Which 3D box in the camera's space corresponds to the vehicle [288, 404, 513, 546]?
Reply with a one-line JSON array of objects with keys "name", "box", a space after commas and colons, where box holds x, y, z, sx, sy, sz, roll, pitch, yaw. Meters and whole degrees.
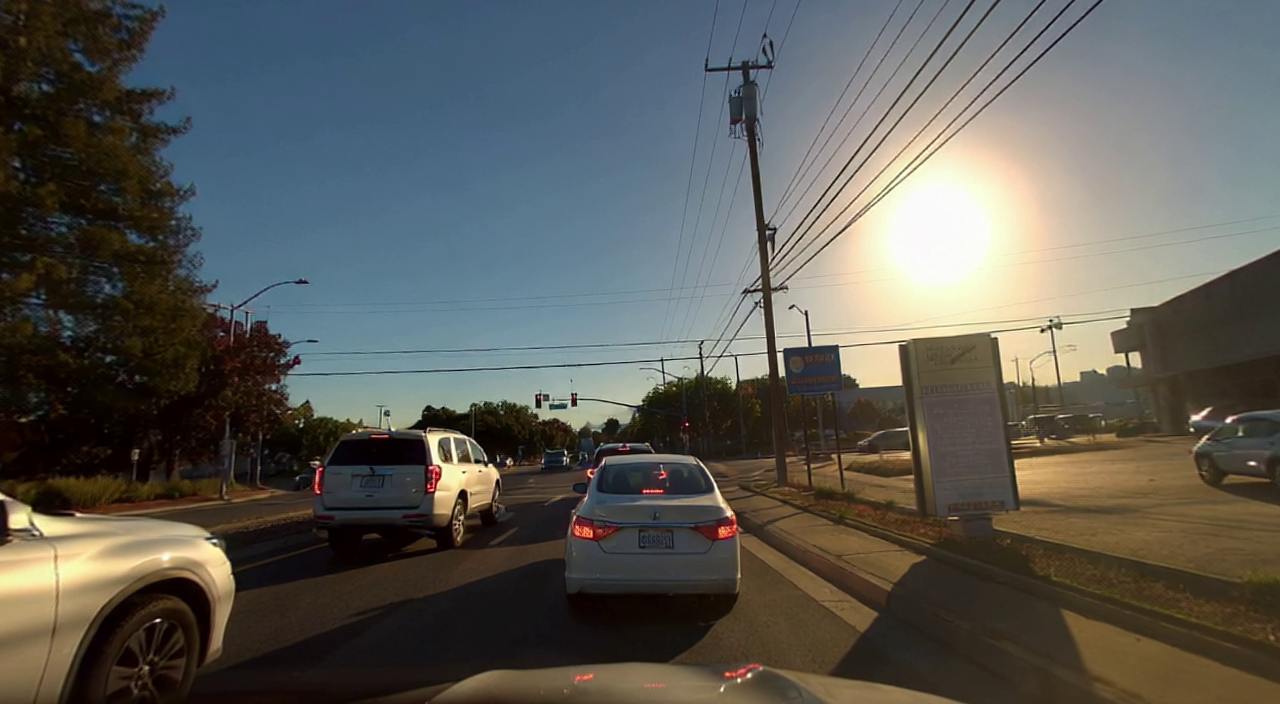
[{"name": "vehicle", "box": [-3.848, 2.087, 11.368, 2.147, 1.963, 4.927, 0, -8, -1]}]

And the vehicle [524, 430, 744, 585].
[{"name": "vehicle", "box": [-0.101, 1.800, 8.144, 2.121, 1.474, 3.968, 0, -8, -1]}]

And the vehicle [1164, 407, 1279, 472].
[{"name": "vehicle", "box": [17.014, 2.551, 18.288, 1.858, 1.622, 4.491, -5, -10, 28]}]

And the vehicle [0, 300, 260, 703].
[{"name": "vehicle", "box": [-3.584, 0.635, 1.528, 2.085, 1.943, 5.053, 0, -8, 1]}]

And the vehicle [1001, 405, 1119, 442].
[{"name": "vehicle", "box": [26.840, 4.640, 40.523, 5.782, 2.286, 2.223, -1, -9, 4]}]
